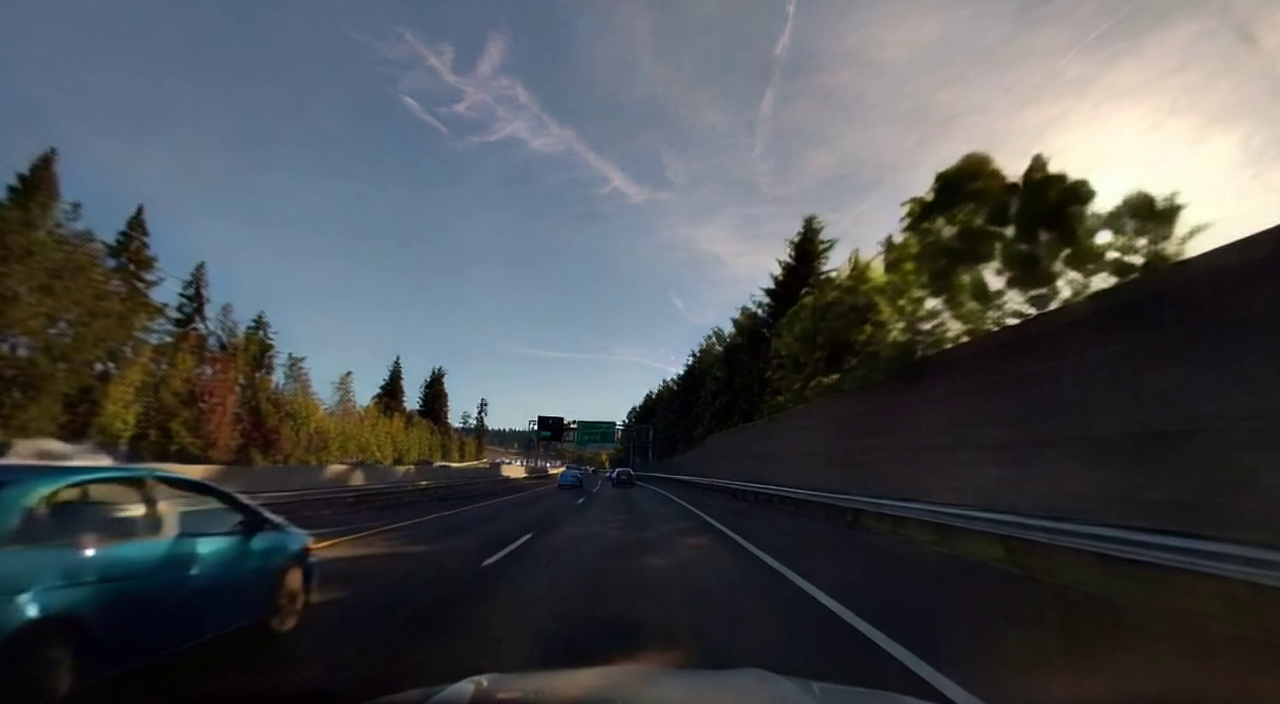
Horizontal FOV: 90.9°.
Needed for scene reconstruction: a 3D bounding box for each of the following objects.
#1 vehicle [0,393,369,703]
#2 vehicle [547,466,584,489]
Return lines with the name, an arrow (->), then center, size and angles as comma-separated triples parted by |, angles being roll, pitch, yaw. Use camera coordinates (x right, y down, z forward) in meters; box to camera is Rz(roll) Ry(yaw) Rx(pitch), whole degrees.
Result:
vehicle -> -3.786, 1.121, 3.503 | 2.328, 1.559, 5.041 | 1, -11, 0
vehicle -> -5.260, 8.961, 45.200 | 2.310, 1.521, 4.731 | 1, -11, -3
